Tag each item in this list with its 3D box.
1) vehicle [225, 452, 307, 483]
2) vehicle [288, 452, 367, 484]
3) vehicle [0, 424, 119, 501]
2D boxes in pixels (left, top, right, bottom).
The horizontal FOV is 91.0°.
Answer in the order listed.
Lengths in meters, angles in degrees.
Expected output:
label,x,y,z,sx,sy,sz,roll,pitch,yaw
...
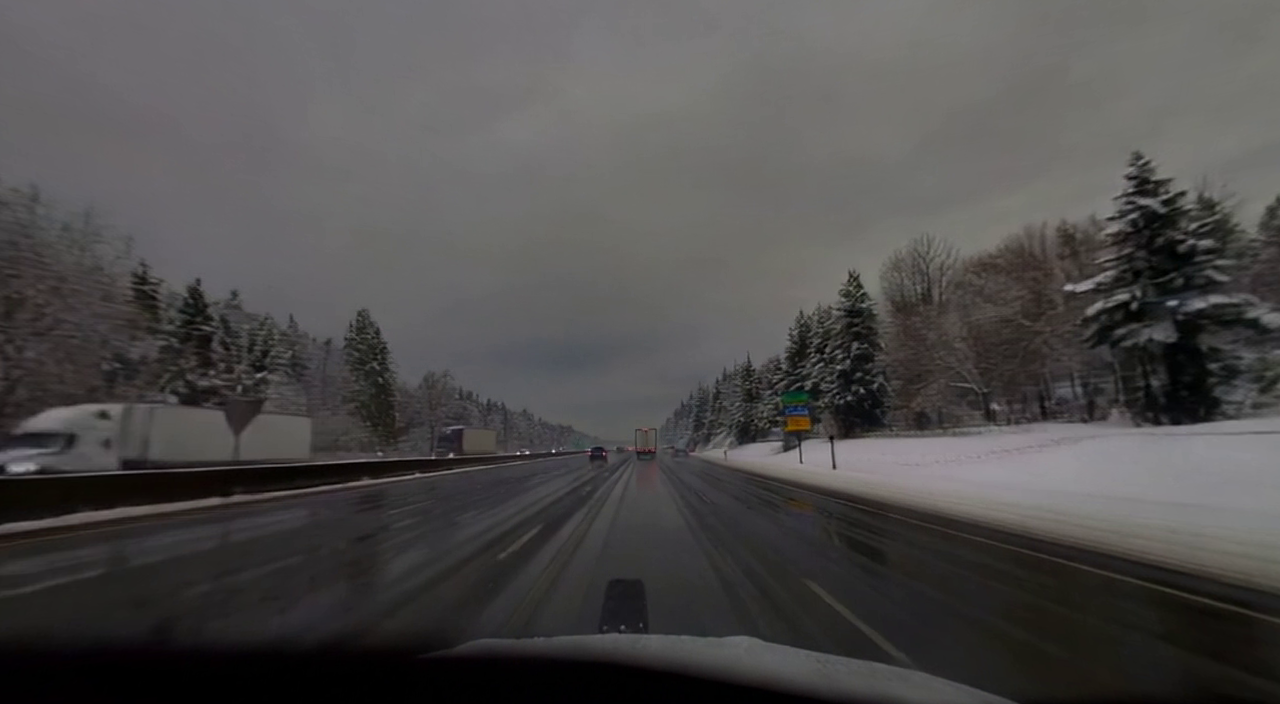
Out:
label,x,y,z,sx,sy,sz,roll,pitch,yaw
vehicle,-19.363,5.963,32.762,1.803,1.469,3.892,0,-8,1
vehicle,-15.288,5.660,31.038,1.892,1.416,3.810,0,-8,0
vehicle,-24.104,4.265,24.645,2.523,2.744,5.403,0,-8,2
